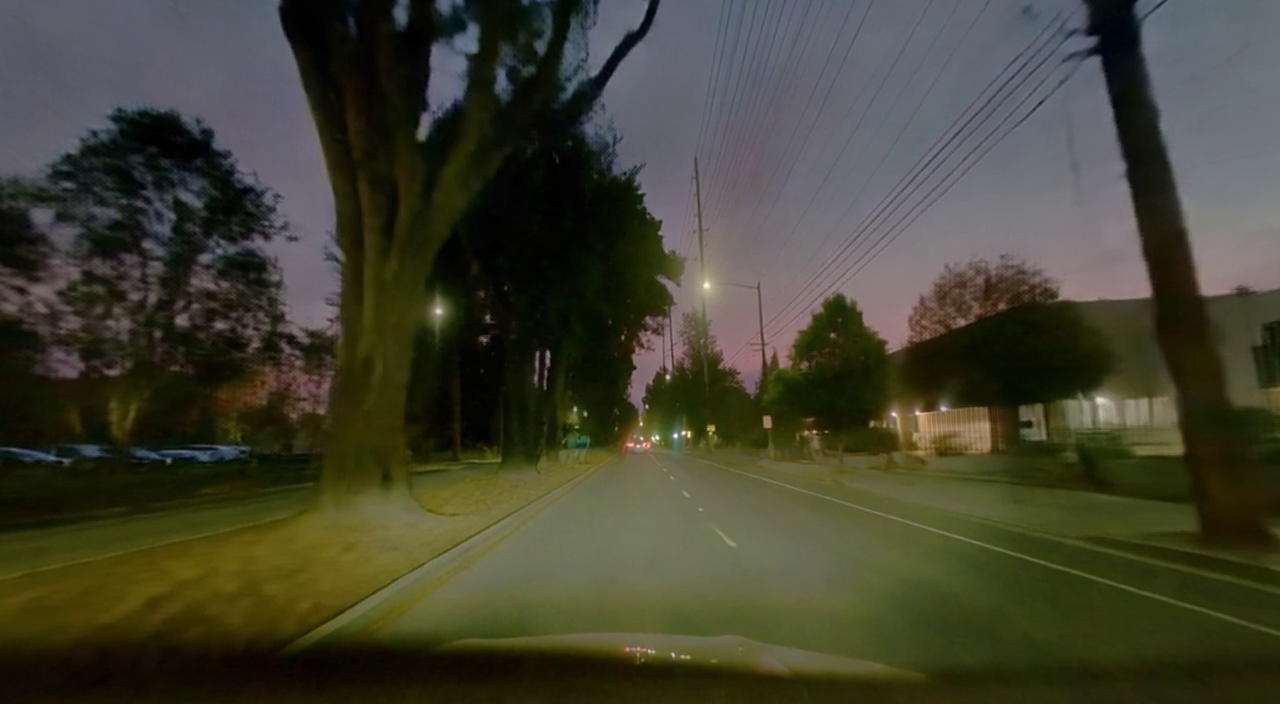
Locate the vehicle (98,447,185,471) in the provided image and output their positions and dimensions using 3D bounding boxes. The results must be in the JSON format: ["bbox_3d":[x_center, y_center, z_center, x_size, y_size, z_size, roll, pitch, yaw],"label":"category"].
[{"bbox_3d":[-33.392,7.132,42.384,4.207,1.518,1.948,0,-8,1],"label":"vehicle"}]

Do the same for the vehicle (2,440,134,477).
[{"bbox_3d":[-33.709,6.259,37.377,5.614,1.886,2.254,-2,-8,0],"label":"vehicle"}]
